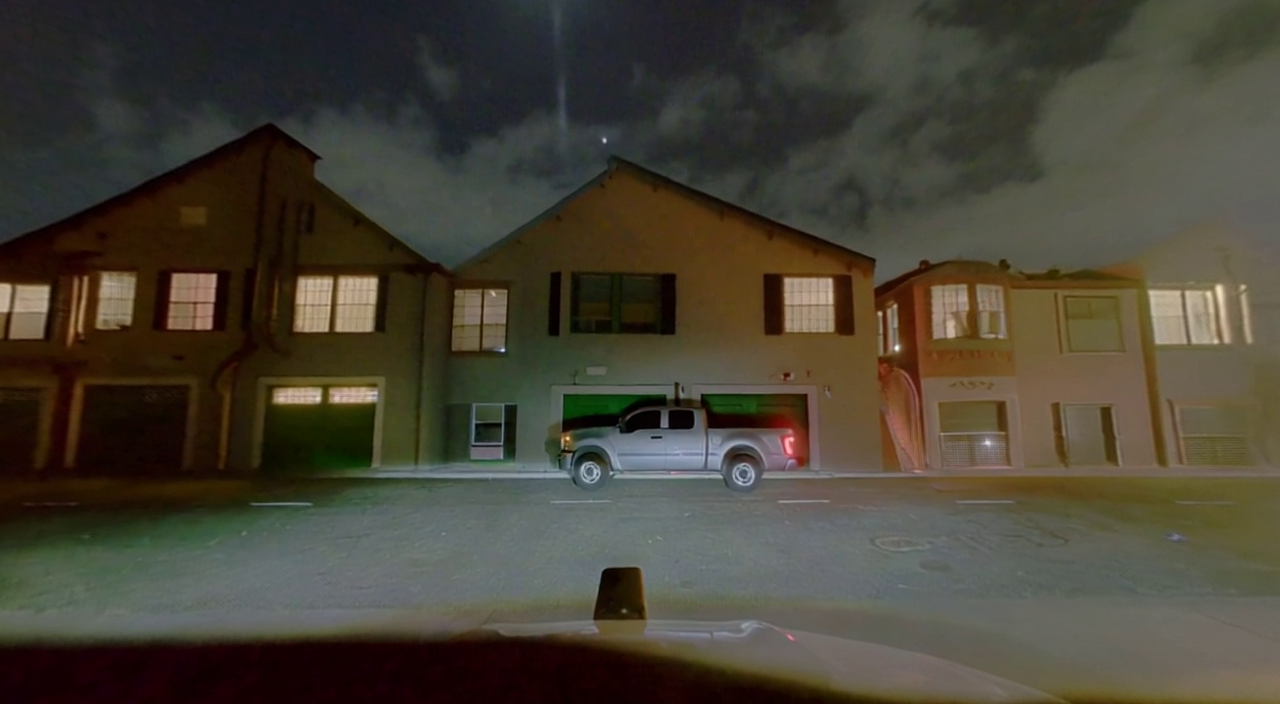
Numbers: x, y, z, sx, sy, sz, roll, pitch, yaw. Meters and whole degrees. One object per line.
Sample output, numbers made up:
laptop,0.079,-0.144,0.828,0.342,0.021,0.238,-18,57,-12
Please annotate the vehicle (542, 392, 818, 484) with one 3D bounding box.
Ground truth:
vehicle,0.812,1.911,13.964,5.600,1.835,2.161,0,-8,1

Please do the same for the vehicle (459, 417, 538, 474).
vehicle,-4.879,3.219,22.276,1.869,1.460,3.826,-4,-3,0

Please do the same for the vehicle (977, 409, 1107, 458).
vehicle,15.532,3.196,24.529,3.770,1.496,1.951,5,-10,2
